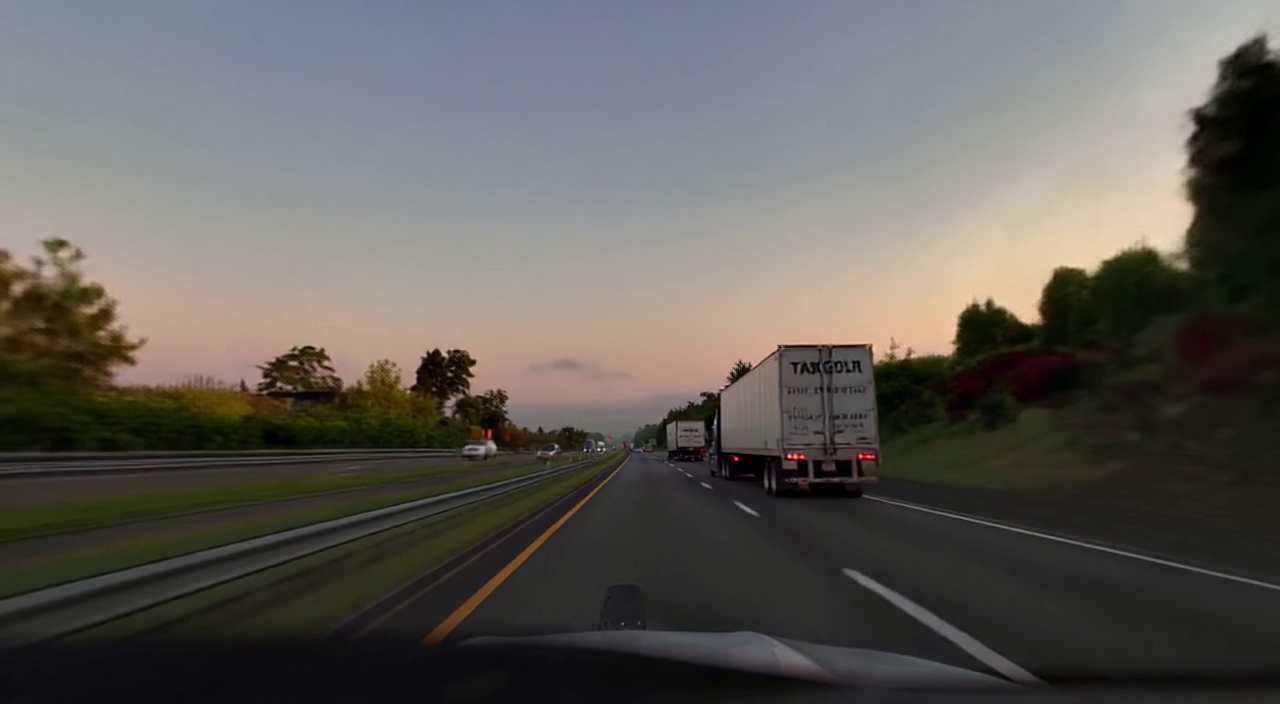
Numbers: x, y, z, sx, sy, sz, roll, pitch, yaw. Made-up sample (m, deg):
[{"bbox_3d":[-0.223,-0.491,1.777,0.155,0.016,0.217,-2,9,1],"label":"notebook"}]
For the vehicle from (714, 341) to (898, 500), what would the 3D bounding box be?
[{"bbox_3d":[5.061,2.828,23.316,2.929,4.093,14.258,0,-9,0],"label":"vehicle"}]

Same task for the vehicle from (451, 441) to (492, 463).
[{"bbox_3d":[-11.583,6.906,43.580,1.794,1.456,3.754,0,-9,1],"label":"vehicle"}]
